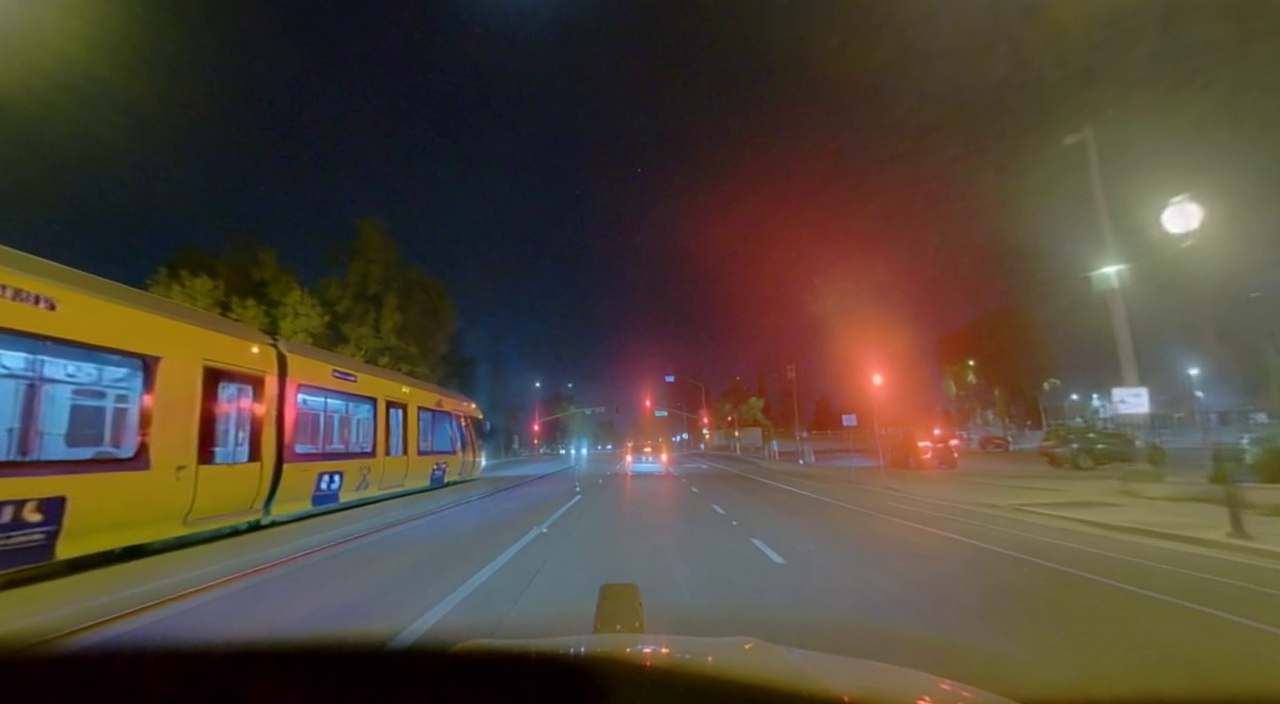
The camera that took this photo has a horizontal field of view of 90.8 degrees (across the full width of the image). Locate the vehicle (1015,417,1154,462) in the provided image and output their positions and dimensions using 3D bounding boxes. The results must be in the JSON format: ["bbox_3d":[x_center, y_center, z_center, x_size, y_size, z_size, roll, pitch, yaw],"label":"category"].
[{"bbox_3d":[19.581,3.947,28.288,2.159,1.817,5.675,0,-9,0],"label":"vehicle"}]

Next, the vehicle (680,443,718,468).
[{"bbox_3d":[3.598,6.379,39.260,1.944,1.447,4.392,0,-8,0],"label":"vehicle"}]

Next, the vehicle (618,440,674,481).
[{"bbox_3d":[0.220,4.208,24.800,2.002,1.471,4.337,0,-8,0],"label":"vehicle"}]

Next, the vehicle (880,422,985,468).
[{"bbox_3d":[13.353,4.327,29.359,2.145,1.911,5.581,0,-9,0],"label":"vehicle"}]

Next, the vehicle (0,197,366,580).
[{"bbox_3d":[-7.680,0.507,7.370,2.897,3.700,13.528,0,-7,0],"label":"vehicle"}]

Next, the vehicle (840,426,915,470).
[{"bbox_3d":[13.424,5.393,36.129,2.221,2.116,5.535,1,-6,1],"label":"vehicle"}]

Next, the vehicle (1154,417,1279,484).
[{"bbox_3d":[15.413,2.400,15.489,1.780,1.498,4.611,0,-9,1],"label":"vehicle"}]
